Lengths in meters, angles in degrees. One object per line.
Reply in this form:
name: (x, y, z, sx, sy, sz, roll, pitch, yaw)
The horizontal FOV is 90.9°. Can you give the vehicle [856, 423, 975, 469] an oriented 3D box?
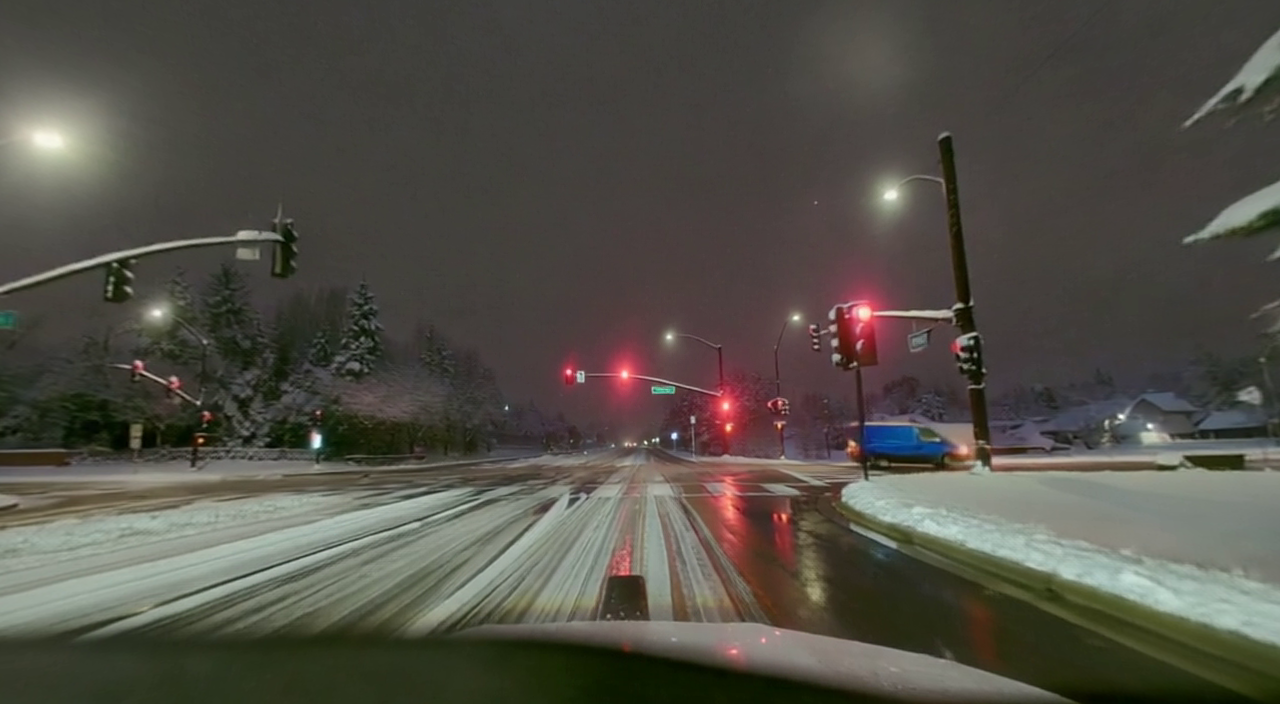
vehicle: (12.296, 4.262, 28.465, 4.536, 1.965, 1.780, -2, -9, 11)
